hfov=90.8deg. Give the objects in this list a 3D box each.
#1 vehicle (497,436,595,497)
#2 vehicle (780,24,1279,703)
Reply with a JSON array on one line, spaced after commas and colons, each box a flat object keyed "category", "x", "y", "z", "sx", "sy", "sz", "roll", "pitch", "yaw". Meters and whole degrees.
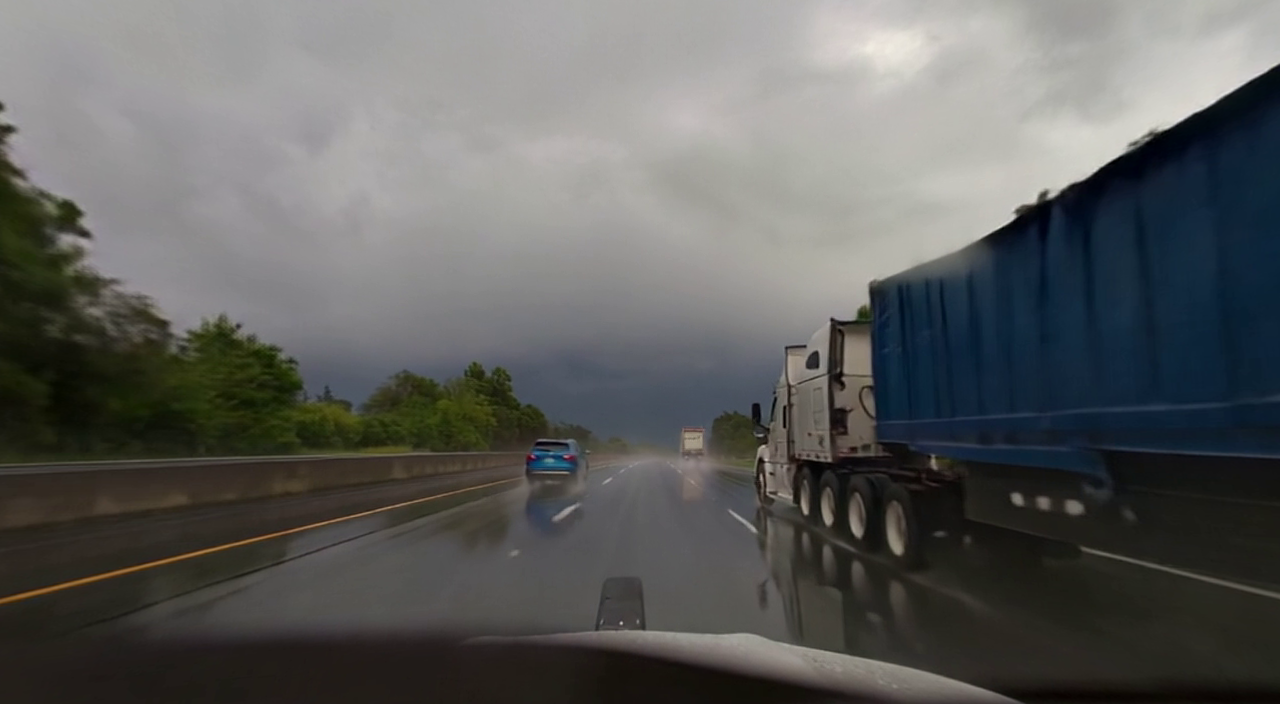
[{"category": "vehicle", "x": -2.761, "y": 3.523, "z": 19.705, "sx": 2.297, "sy": 1.683, "sz": 4.385, "roll": 0, "pitch": -9, "yaw": 1}, {"category": "vehicle", "x": 4.311, "y": 0.666, "z": 5.497, "sx": 2.868, "sy": 3.427, "sz": 14.032, "roll": 0, "pitch": -9, "yaw": 0}]
